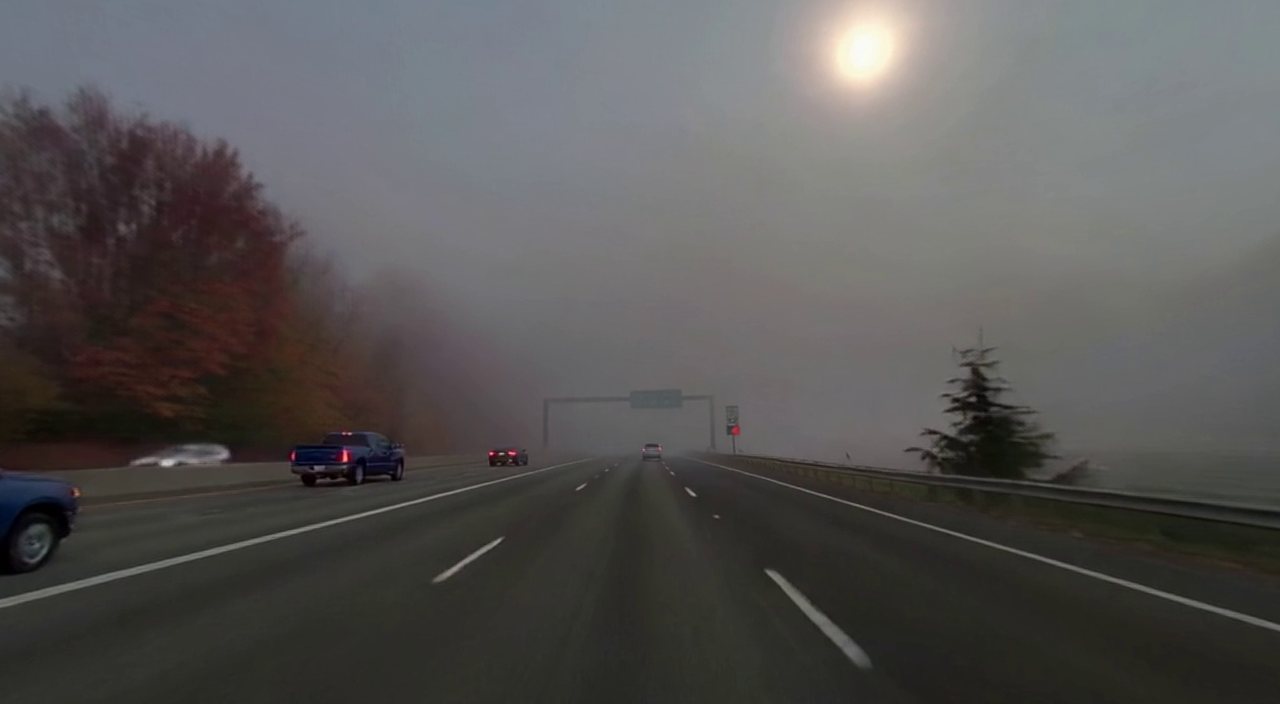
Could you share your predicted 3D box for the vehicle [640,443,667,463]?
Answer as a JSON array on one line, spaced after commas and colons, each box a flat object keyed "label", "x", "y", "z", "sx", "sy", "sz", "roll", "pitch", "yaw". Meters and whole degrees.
[{"label": "vehicle", "x": 1.067, "y": 7.751, "z": 48.482, "sx": 1.984, "sy": 1.471, "sz": 4.202, "roll": 0, "pitch": -8, "yaw": 1}]

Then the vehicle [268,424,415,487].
[{"label": "vehicle", "x": -10.630, "y": 3.733, "z": 23.144, "sx": 2.347, "sy": 1.984, "sz": 5.778, "roll": 0, "pitch": -8, "yaw": 2}]

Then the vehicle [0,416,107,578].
[{"label": "vehicle", "x": -7.271, "y": 1.246, "z": 4.984, "sx": 1.965, "sy": 1.567, "sz": 4.686, "roll": 0, "pitch": -8, "yaw": 1}]

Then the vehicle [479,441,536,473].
[{"label": "vehicle", "x": -6.690, "y": 5.323, "z": 32.198, "sx": 1.919, "sy": 1.499, "sz": 4.234, "roll": 0, "pitch": -8, "yaw": 1}]
